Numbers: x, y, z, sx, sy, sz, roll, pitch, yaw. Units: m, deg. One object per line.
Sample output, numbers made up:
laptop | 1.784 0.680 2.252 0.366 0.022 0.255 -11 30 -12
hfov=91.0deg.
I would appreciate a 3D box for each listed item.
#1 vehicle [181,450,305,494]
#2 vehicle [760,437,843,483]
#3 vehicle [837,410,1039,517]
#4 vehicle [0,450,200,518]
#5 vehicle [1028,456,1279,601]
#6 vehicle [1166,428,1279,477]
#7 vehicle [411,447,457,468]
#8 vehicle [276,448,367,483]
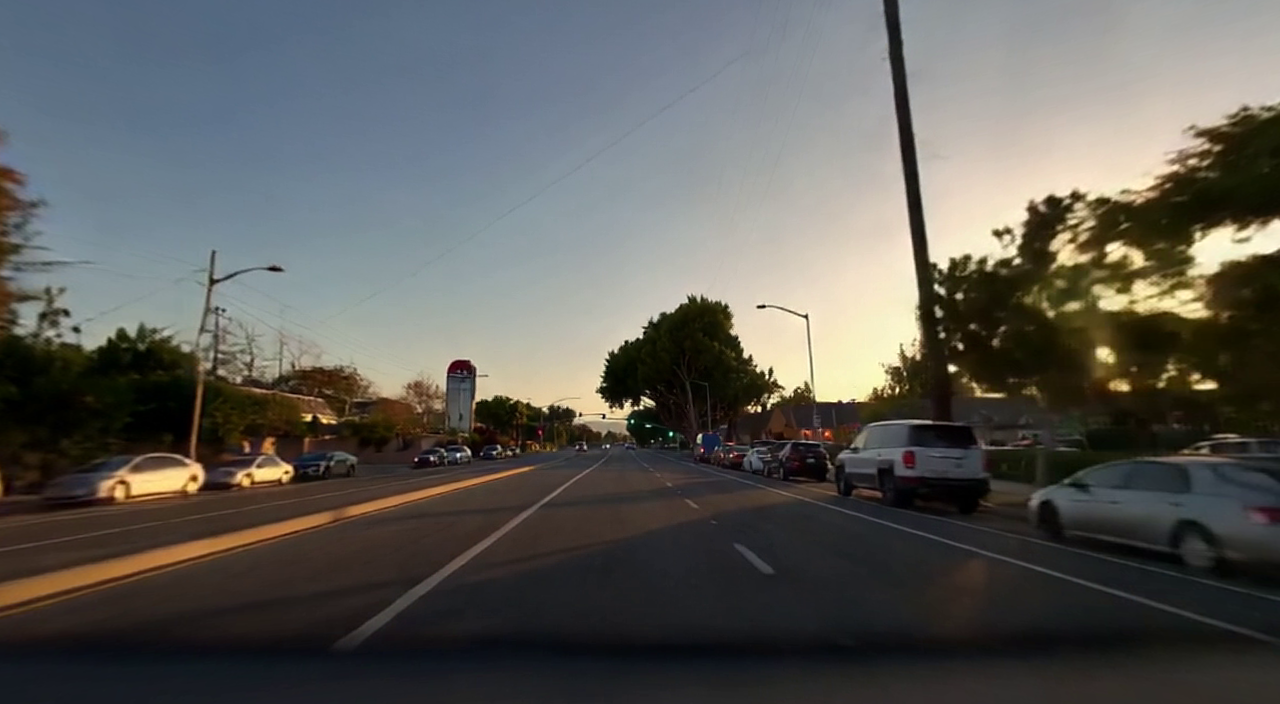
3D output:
vehicle | -15.097 4.541 24.263 1.880 1.488 4.483 0 -9 -1
vehicle | 7.117 4.827 28.461 2.092 1.887 5.632 0 -9 -2
vehicle | 7.442 2.919 16.708 2.327 2.296 5.692 1 -9 -3
vehicle | -14.901 3.554 17.547 1.836 1.448 4.941 0 -7 -2
vehicle | 7.759 2.203 8.419 1.992 1.499 4.715 3 -9 -3
vehicle | 26.904 4.372 27.472 2.195 2.015 5.433 6 -10 -34
vehicle | -15.520 7.960 47.612 2.036 1.478 4.615 0 -9 -1
vehicle | -15.064 5.374 30.087 1.897 1.517 4.802 0 -9 -1
